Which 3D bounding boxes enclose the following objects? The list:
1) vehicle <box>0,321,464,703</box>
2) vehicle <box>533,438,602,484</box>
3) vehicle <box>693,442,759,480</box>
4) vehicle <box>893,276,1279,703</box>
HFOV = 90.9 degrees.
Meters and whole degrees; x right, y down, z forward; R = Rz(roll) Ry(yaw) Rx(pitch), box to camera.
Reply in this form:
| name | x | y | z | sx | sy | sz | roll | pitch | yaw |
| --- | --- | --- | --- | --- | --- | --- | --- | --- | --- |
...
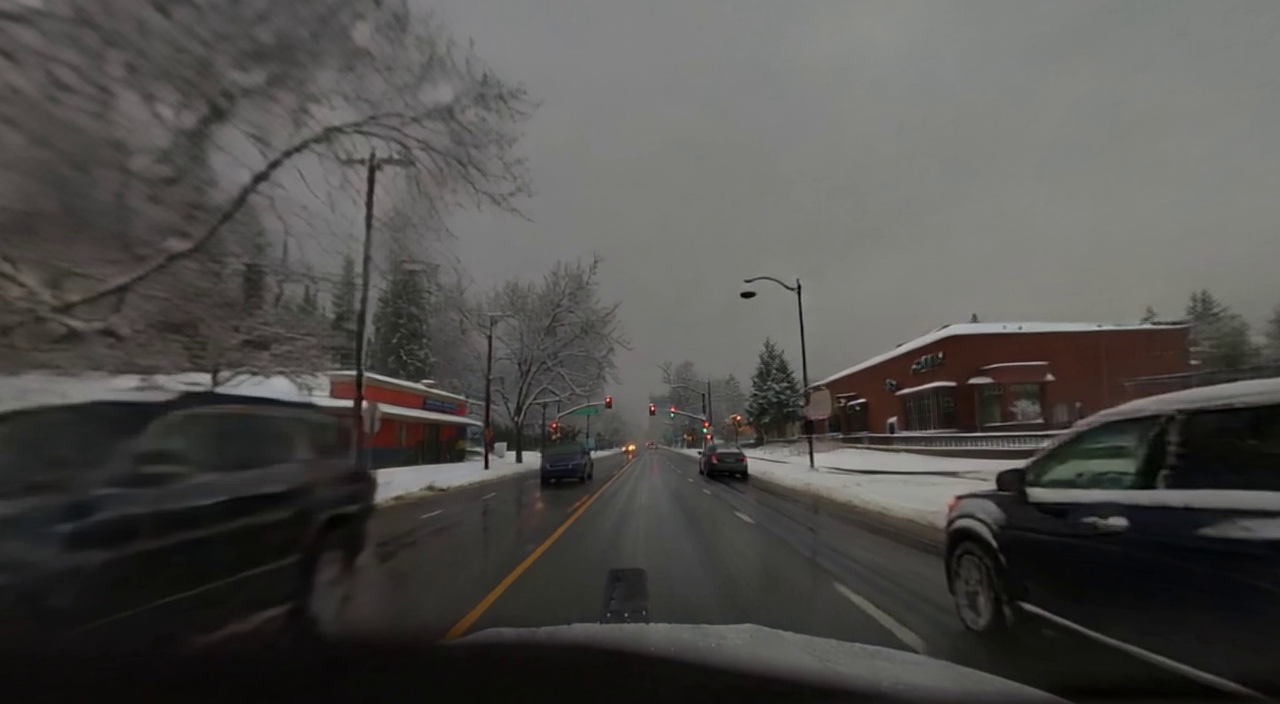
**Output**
| name | x | y | z | sx | sy | sz | roll | pitch | yaw |
| --- | --- | --- | --- | --- | --- | --- | --- | --- | --- |
| vehicle | -3.540 | 1.209 | 4.902 | 2.304 | 1.886 | 6.516 | 0 | -9 | 2 |
| vehicle | -2.822 | 4.367 | 25.561 | 2.109 | 1.681 | 4.417 | 0 | -9 | 2 |
| vehicle | 3.513 | 4.560 | 26.677 | 2.072 | 1.471 | 4.834 | 0 | -9 | -1 |
| vehicle | 3.247 | 0.769 | 2.630 | 2.251 | 1.861 | 5.144 | 0 | -9 | 0 |
